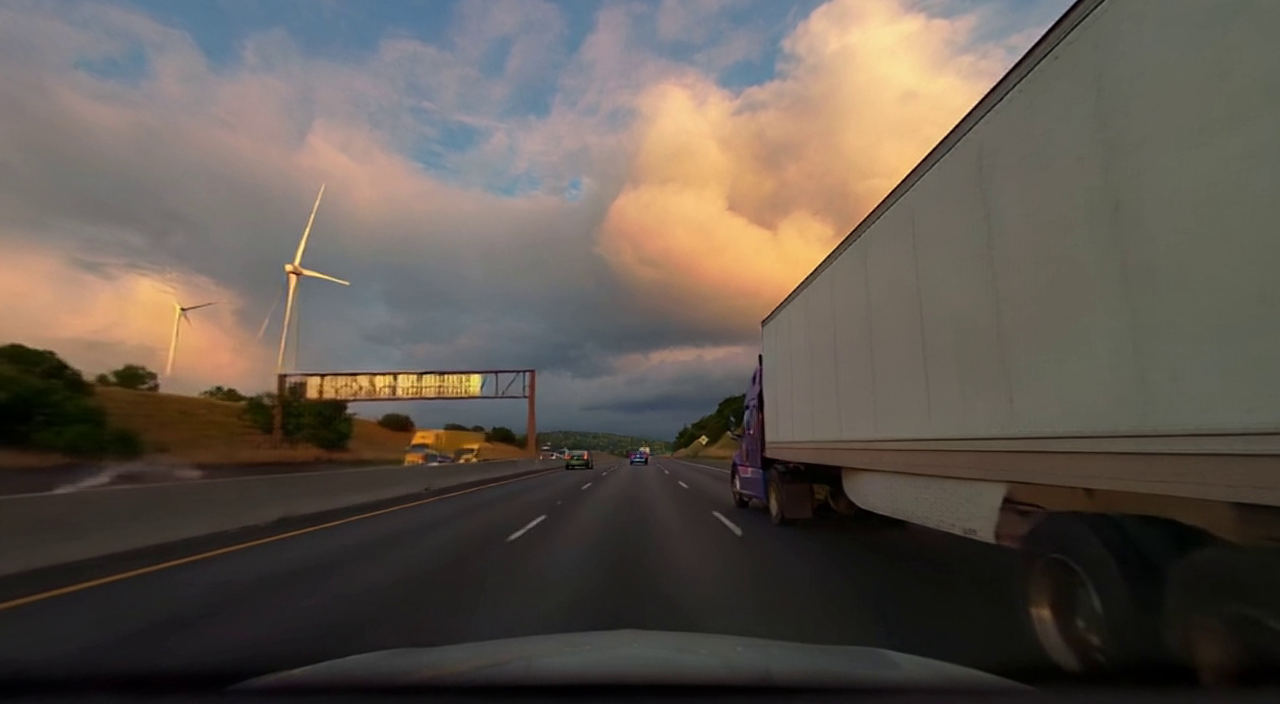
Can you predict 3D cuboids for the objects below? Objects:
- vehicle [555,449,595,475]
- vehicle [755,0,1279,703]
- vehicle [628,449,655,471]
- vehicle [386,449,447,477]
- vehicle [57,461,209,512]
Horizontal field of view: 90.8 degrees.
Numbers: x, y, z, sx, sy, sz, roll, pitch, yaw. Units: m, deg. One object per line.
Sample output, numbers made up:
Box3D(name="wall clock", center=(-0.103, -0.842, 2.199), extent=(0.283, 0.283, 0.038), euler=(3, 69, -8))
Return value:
Box3D(name="vehicle", center=(-3.899, 6.670, 38.524), extent=(1.952, 1.521, 4.095), euler=(0, -9, 1))
Box3D(name="vehicle", center=(3.801, 0.268, 5.390), extent=(2.947, 3.989, 13.568), euler=(0, -9, -1))
Box3D(name="vehicle", center=(0.077, 7.776, 45.621), extent=(1.931, 1.453, 3.695), euler=(0, -9, -1))
Box3D(name="vehicle", center=(-11.666, 5.788, 33.136), extent=(1.874, 1.392, 3.624), euler=(0, -9, 0))
Box3D(name="vehicle", center=(-15.644, 4.129, 19.733), extent=(1.734, 1.372, 3.610), euler=(0, -9, 0))
